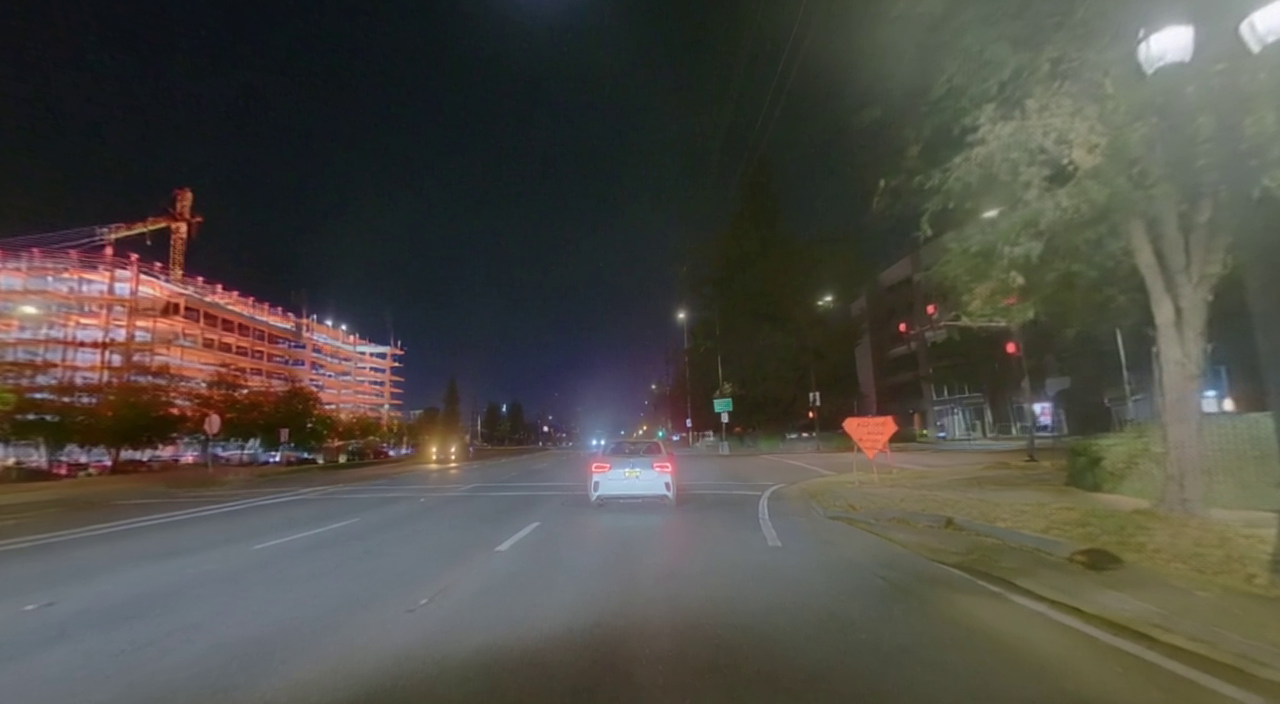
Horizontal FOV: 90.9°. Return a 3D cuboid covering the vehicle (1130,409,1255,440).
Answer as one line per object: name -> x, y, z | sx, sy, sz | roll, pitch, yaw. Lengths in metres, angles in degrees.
vehicle -> 27.758, 3.673, 31.777 | 4.455, 1.494, 1.926 | 0, -9, 0

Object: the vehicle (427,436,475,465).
vehicle -> -10.418, 5.360, 34.532 | 2.072, 1.465, 4.394 | 3, -9, -22

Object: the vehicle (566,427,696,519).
vehicle -> -0.138, 2.268, 12.352 | 2.112, 1.482, 4.076 | 0, -8, 0
